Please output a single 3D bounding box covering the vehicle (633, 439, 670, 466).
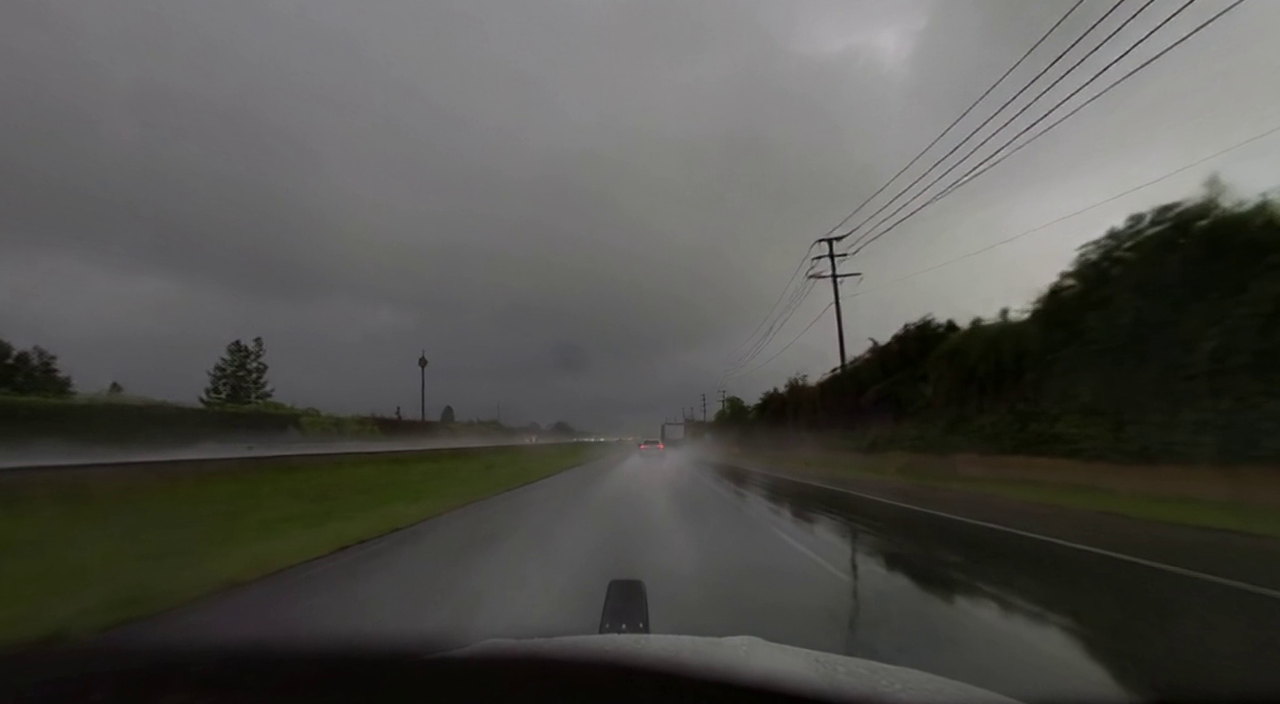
[{"bbox_3d":[0.738,6.269,39.404,2.192,1.556,4.132,0,-8,1],"label":"vehicle"}]
